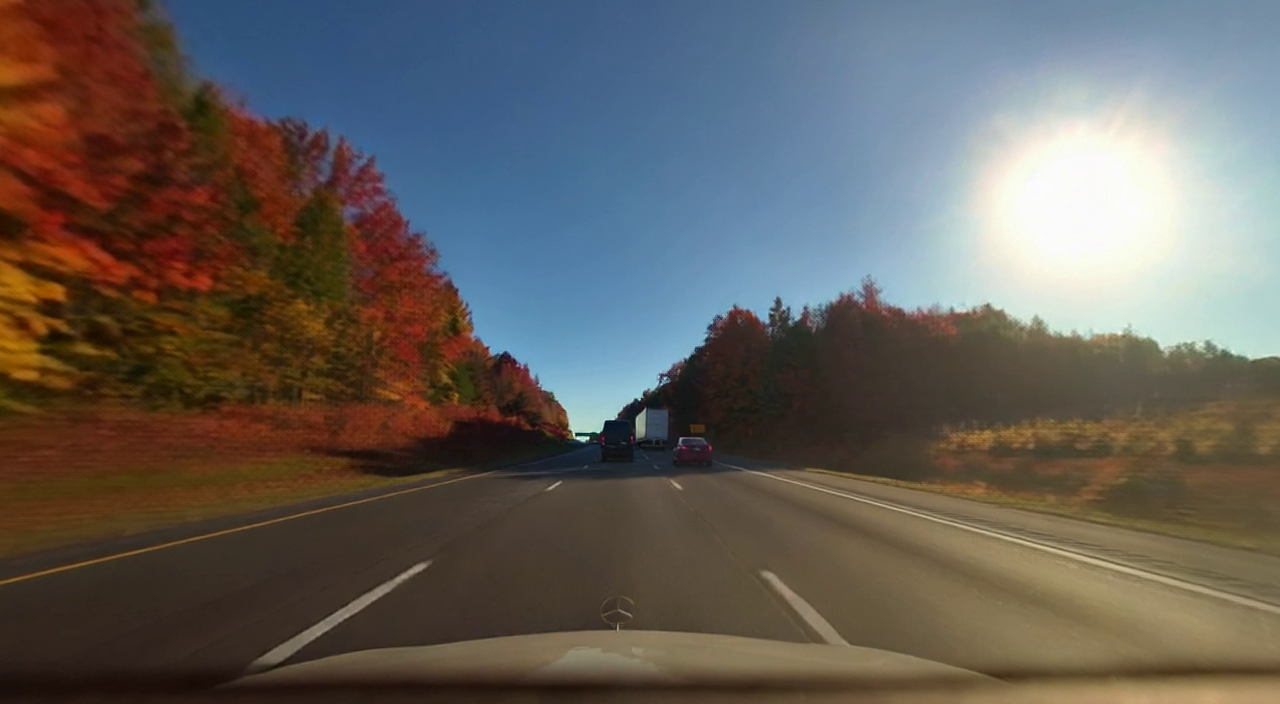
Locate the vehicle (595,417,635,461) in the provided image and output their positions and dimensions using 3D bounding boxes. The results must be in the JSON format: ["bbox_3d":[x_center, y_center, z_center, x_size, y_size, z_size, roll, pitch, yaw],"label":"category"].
[{"bbox_3d":[-1.521,5.600,40.426,2.389,2.637,5.437,0,-8,-1],"label":"vehicle"}]

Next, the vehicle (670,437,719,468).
[{"bbox_3d":[2.744,5.130,32.460,1.962,1.508,4.363,0,-8,-3],"label":"vehicle"}]
